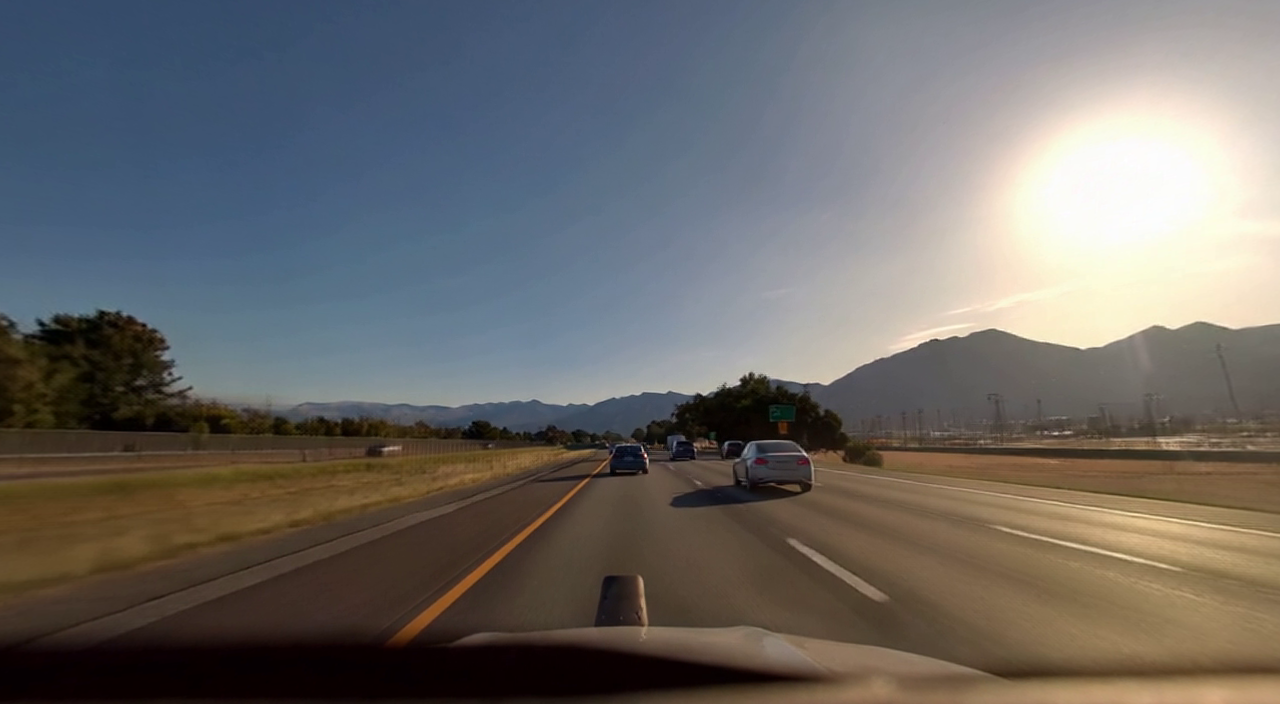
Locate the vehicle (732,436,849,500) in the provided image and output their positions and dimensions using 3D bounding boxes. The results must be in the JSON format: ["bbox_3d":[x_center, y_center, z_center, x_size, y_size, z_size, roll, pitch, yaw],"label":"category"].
[{"bbox_3d":[3.796,3.007,16.725,1.957,1.447,4.241,0,-8,-1],"label":"vehicle"}]

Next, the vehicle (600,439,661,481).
[{"bbox_3d":[-0.333,4.014,23.618,2.085,1.449,3.860,0,-8,0],"label":"vehicle"}]
